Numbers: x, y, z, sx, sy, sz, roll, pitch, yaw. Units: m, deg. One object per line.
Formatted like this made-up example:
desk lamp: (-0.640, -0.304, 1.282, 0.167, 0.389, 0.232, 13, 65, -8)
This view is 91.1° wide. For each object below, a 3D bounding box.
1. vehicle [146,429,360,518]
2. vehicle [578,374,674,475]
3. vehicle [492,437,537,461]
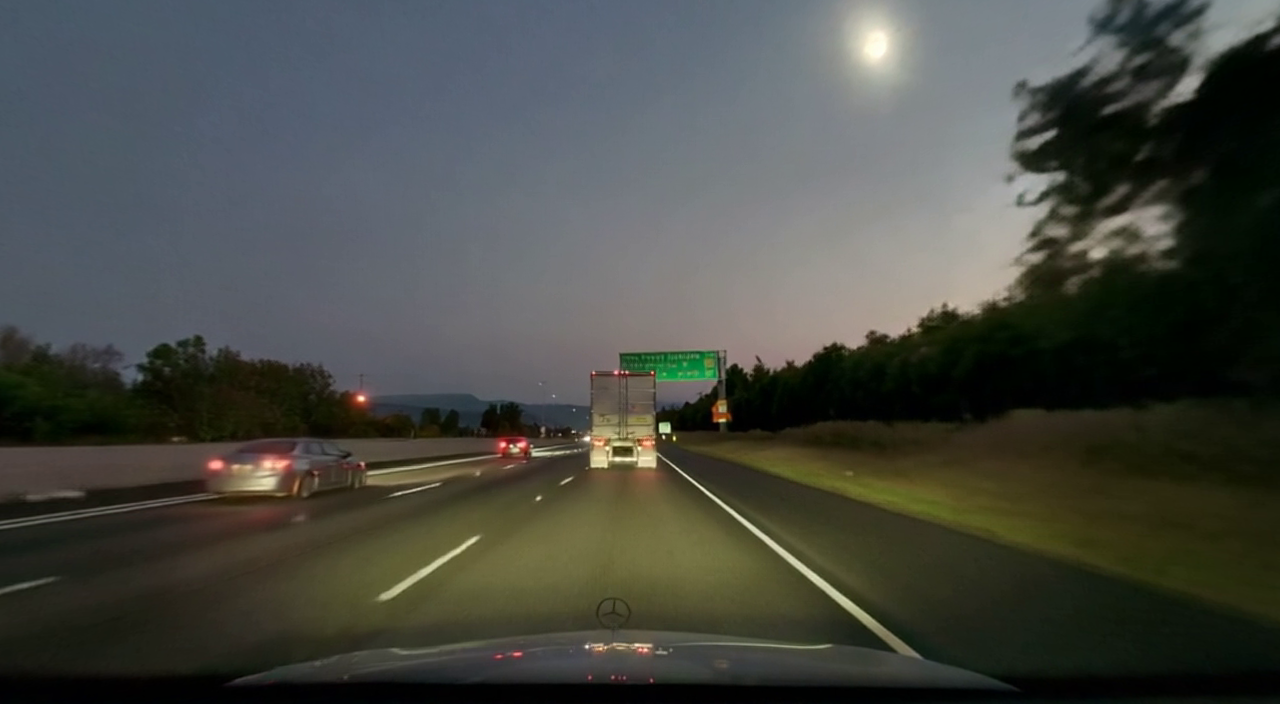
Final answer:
vehicle: (-7.341, 2.292, 12.456, 1.856, 1.479, 3.710, 0, -8, 0)
vehicle: (-0.567, 3.347, 27.846, 3.033, 3.223, 14.836, 1, -8, -1)
vehicle: (-7.915, 6.126, 39.983, 1.949, 1.437, 4.296, 0, -8, 0)
